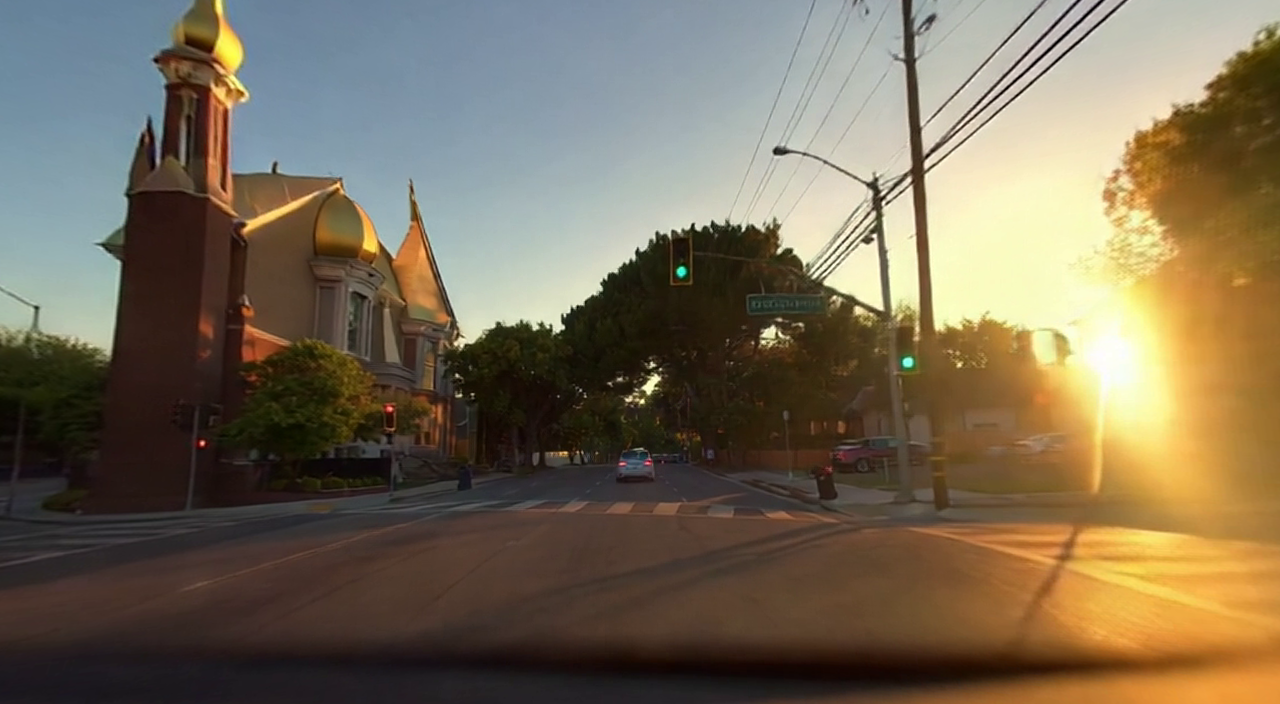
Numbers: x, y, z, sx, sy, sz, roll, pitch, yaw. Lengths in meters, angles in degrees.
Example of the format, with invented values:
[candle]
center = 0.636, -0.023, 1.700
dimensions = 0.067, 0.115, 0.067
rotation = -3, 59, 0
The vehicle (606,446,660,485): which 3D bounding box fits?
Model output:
[vehicle]
center = -0.308, 4.763, 26.692
dimensions = 2.093, 1.497, 4.010
rotation = 0, -9, -1
